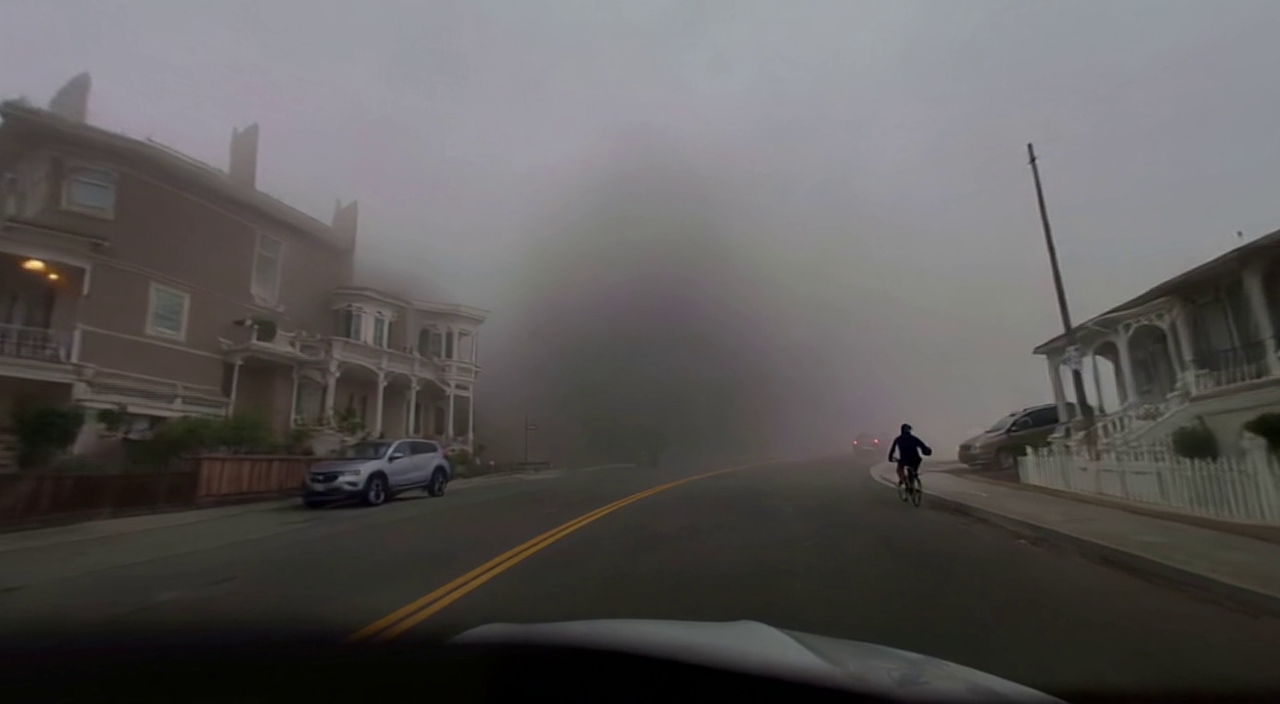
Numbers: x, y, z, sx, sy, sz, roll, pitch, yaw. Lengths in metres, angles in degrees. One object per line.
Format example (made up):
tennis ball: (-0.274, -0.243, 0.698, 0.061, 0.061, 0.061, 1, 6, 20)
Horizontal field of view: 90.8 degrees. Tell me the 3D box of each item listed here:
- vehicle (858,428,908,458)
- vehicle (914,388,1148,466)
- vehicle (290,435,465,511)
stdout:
vehicle: (14.898, 5.589, 38.567, 2.105, 1.705, 4.392, -5, -10, 29)
vehicle: (12.893, 2.621, 21.450, 6.099, 1.973, 2.450, -7, -9, 14)
vehicle: (-6.536, 3.044, 16.426, 1.937, 1.670, 4.391, -2, -9, 13)
